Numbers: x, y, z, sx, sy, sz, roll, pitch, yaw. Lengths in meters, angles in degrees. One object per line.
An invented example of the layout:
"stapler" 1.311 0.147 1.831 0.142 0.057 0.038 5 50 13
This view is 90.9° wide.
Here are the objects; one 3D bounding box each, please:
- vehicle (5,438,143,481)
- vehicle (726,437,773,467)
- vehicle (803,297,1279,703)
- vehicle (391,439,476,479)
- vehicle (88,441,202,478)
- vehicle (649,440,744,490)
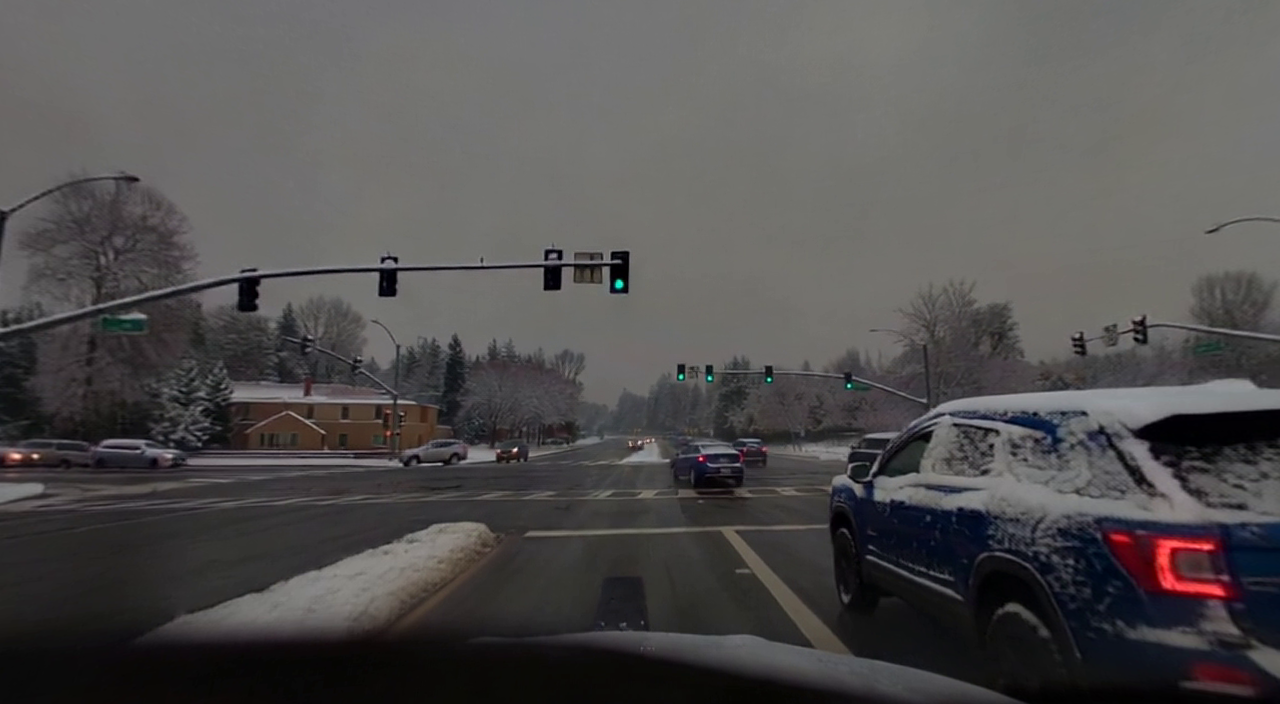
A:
"vehicle" -27.744 5.253 31.017 4.689 1.734 2.034 3 -8 -1
"vehicle" 7.045 6.482 41.105 2.105 1.830 4.610 0 -8 -1
"vehicle" 2.741 1.041 3.986 2.115 1.737 4.642 0 -8 -1
"vehicle" -9.700 4.955 29.459 2.099 1.705 4.020 8 -12 -44
"vehicle" -26.728 5.807 34.127 4.365 1.629 2.004 3 -8 0
"vehicle" 1.760 3.738 21.354 2.009 1.480 4.423 2 -8 -11
